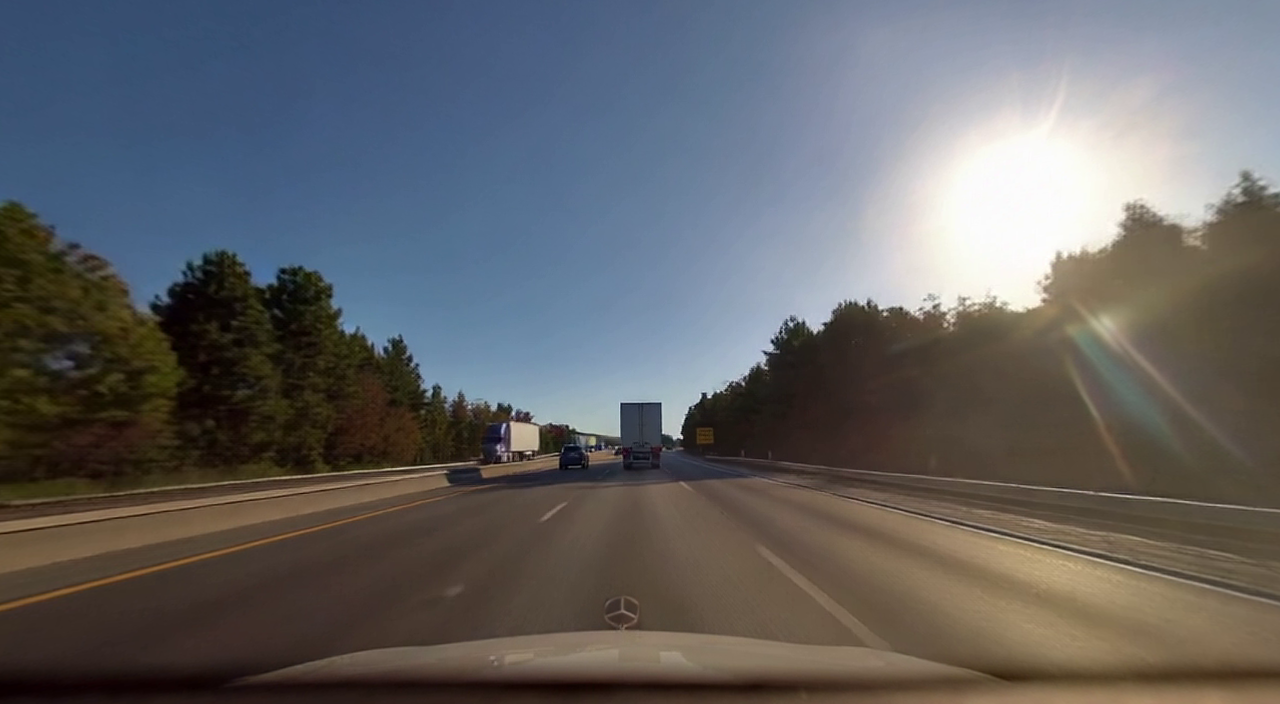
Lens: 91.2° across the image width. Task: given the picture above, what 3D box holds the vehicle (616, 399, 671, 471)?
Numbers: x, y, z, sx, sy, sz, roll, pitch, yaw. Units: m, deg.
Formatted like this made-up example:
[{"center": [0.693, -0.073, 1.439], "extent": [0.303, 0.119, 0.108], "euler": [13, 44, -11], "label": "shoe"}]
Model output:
[{"center": [0.164, 5.590, 41.328], "extent": [3.100, 4.091, 10.664], "euler": [0, -9, 0], "label": "vehicle"}]

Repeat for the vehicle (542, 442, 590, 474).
[{"center": [-3.992, 5.810, 34.609], "extent": [2.112, 1.645, 4.129], "euler": [0, -9, 0], "label": "vehicle"}]
